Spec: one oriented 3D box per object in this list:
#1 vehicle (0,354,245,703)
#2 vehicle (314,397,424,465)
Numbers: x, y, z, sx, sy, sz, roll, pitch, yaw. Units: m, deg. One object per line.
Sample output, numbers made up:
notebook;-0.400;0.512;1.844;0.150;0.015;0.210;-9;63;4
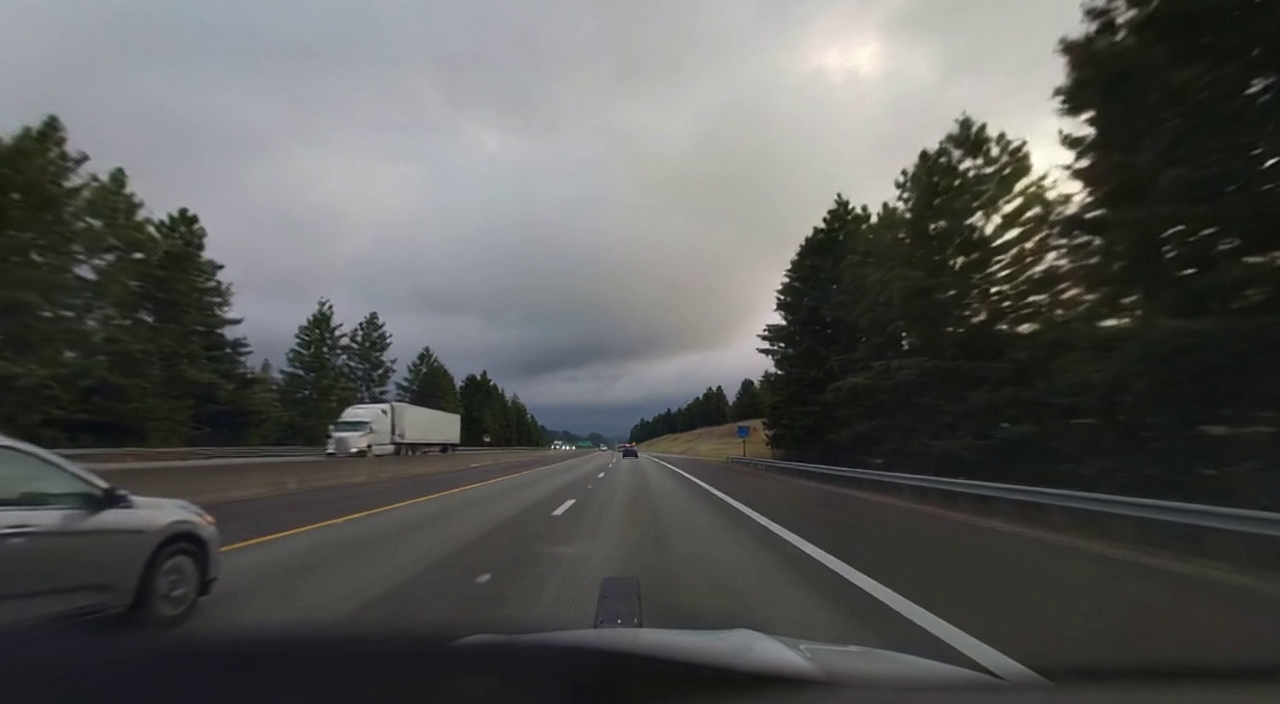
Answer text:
vehicle;-3.995;0.807;2.371;2.111;1.717;4.426;0;-9;0
vehicle;-17.652;5.413;42.044;3.032;3.990;10.140;0;-9;-1
